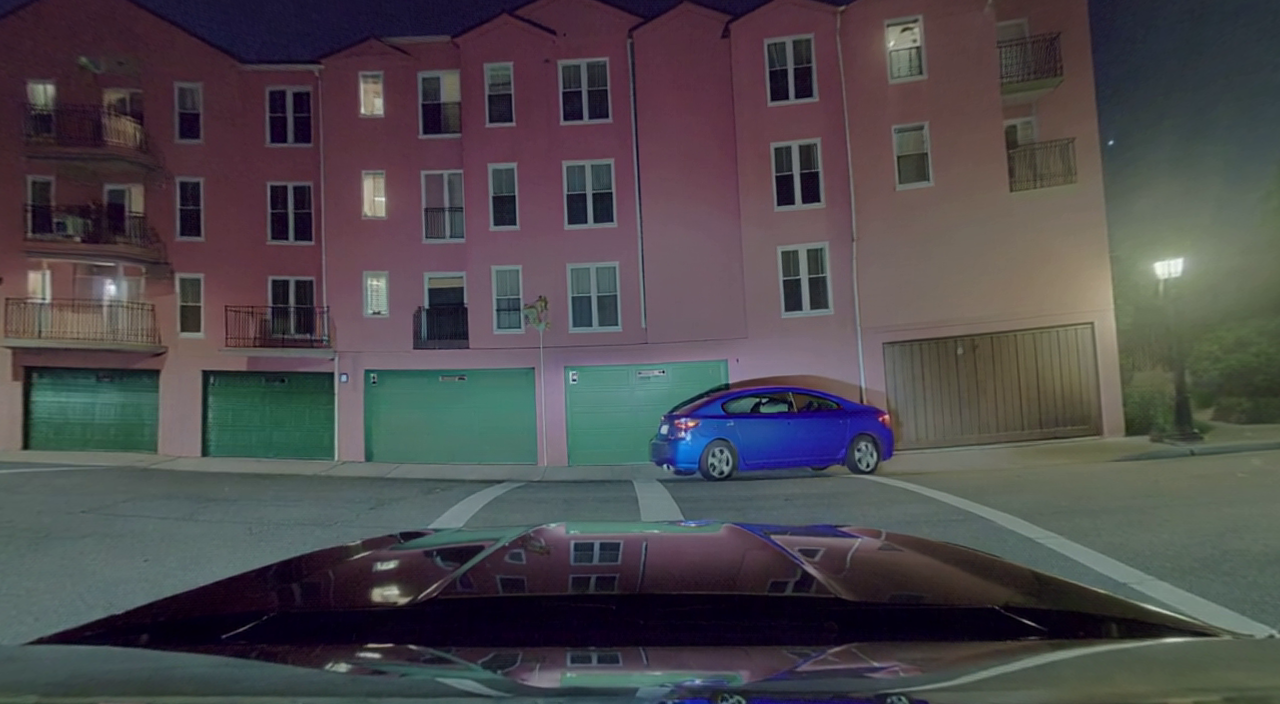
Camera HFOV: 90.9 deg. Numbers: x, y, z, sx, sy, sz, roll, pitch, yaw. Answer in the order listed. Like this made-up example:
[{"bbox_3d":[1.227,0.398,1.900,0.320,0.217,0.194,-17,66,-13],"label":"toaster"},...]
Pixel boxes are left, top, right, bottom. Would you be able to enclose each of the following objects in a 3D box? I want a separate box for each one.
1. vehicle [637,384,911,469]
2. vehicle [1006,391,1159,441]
[{"bbox_3d":[2.300,1.417,11.835,4.697,1.444,1.825,0,-8,-1],"label":"vehicle"},{"bbox_3d":[15.847,2.335,22.749,3.905,1.475,2.057,-3,-8,-3],"label":"vehicle"}]
